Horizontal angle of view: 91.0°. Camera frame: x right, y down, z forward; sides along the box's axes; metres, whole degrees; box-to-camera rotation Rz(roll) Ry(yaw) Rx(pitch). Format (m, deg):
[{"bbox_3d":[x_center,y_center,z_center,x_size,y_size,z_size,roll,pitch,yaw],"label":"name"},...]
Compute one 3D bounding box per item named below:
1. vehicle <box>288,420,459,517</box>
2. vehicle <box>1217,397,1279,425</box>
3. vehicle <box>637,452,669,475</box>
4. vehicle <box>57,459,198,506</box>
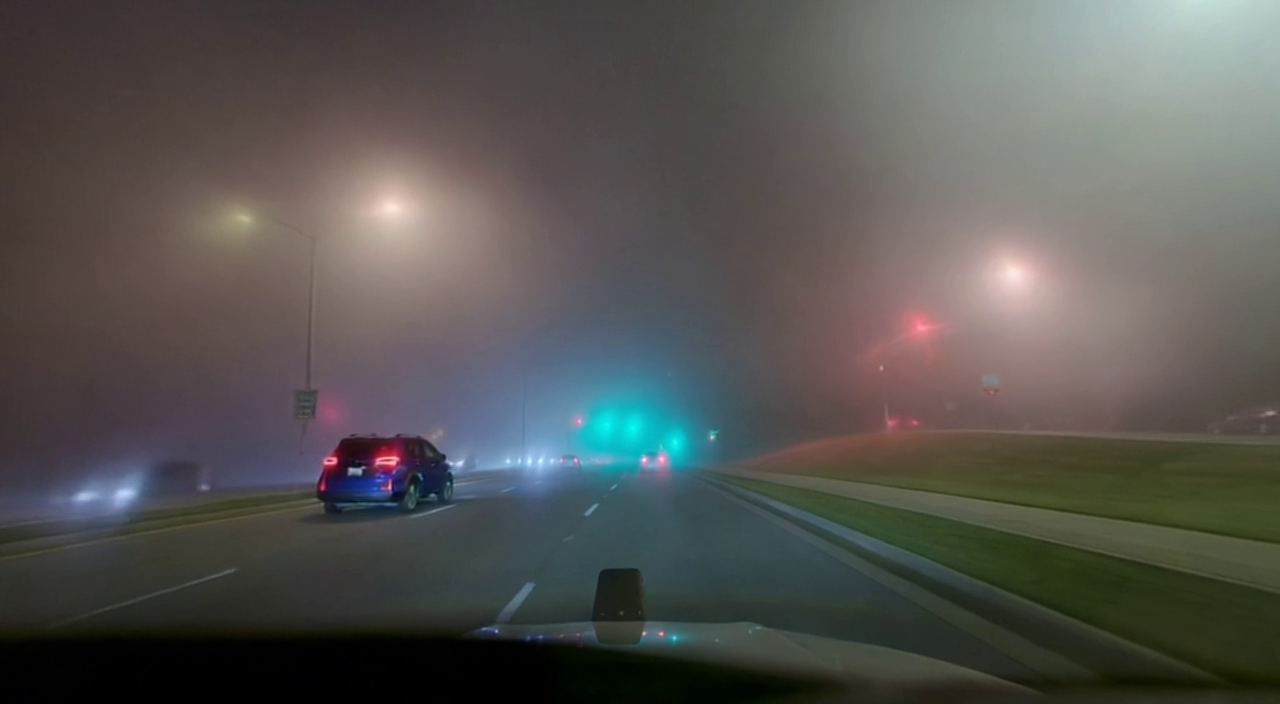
[{"bbox_3d":[-5.892,2.615,14.620,2.027,1.908,4.273,0,-8,1],"label":"vehicle"},{"bbox_3d":[38.943,3.733,39.429,1.772,1.504,4.322,-1,-9,5],"label":"vehicle"},{"bbox_3d":[0.863,7.818,44.225,2.091,1.494,3.962,0,-8,-1],"label":"vehicle"},{"bbox_3d":[-19.111,4.845,23.767,1.864,1.514,4.079,0,-8,0],"label":"vehicle"}]
